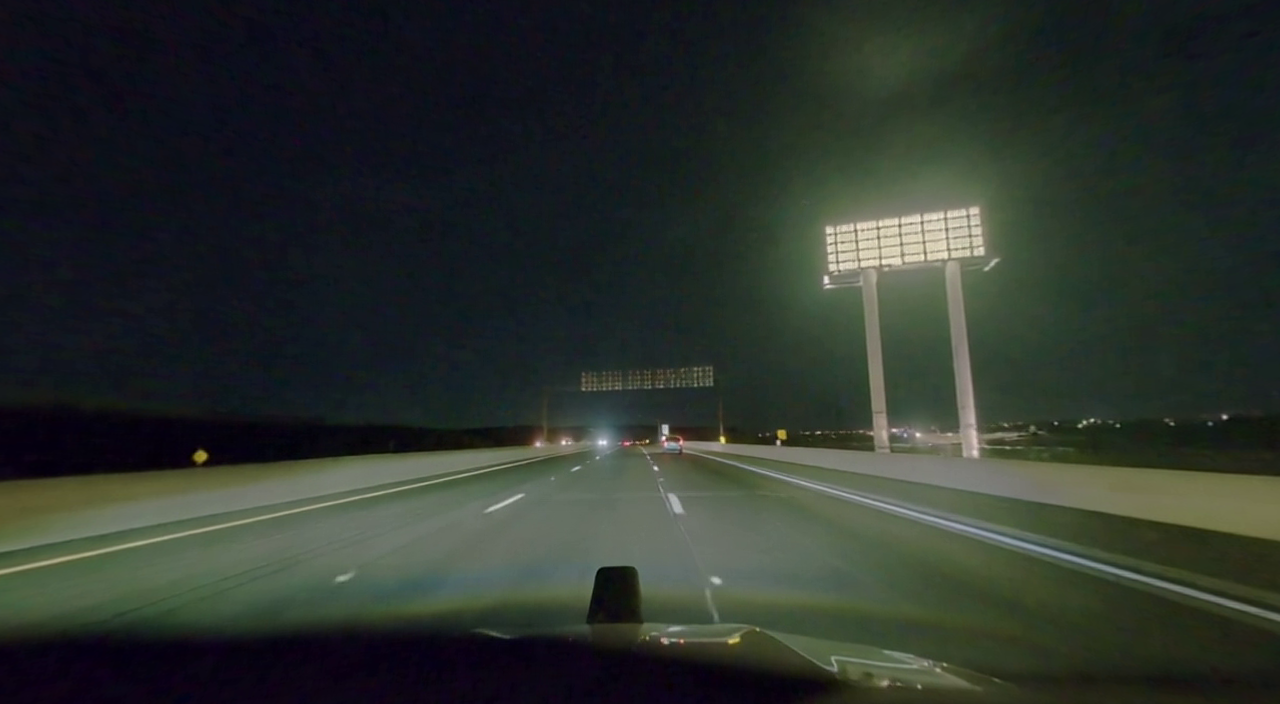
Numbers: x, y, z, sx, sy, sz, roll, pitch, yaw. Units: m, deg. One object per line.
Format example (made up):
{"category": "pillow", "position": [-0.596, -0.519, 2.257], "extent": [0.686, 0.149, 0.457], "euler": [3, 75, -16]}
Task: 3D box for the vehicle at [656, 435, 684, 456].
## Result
{"category": "vehicle", "position": [2.264, 7.158, 48.199], "extent": [1.946, 1.481, 3.969], "euler": [0, -8, 0]}
